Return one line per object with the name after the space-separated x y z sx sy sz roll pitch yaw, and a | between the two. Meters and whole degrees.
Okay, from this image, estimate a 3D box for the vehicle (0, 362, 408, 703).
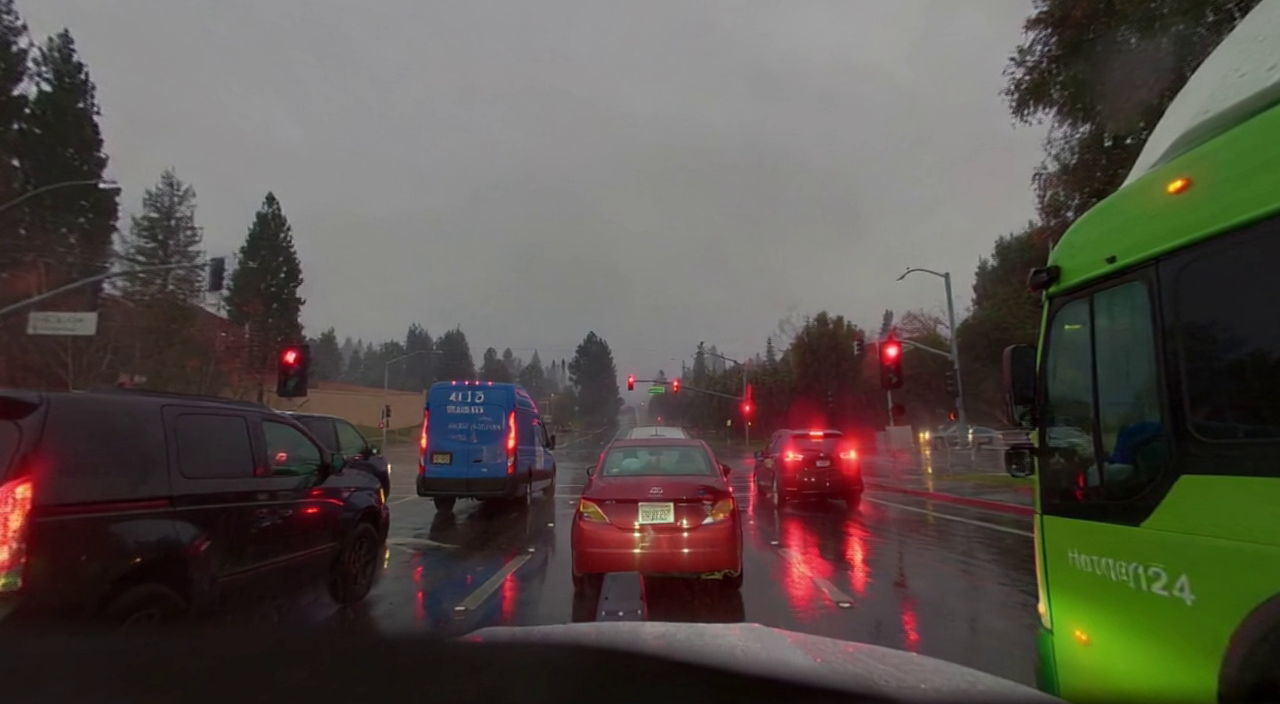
-3.416 1.183 4.620 1.921 1.701 3.989 0 -8 0 | vehicle

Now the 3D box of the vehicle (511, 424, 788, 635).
0.060 1.546 6.413 1.976 1.485 3.624 0 -8 0 | vehicle

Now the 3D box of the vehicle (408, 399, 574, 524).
-2.944 2.344 13.974 2.335 2.221 5.165 0 -8 1 | vehicle

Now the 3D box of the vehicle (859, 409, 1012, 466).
17.581 5.134 37.929 7.839 3.213 2.628 0 -8 -3 | vehicle

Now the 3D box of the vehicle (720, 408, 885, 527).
3.152 2.397 13.686 2.143 2.036 5.367 0 -8 0 | vehicle

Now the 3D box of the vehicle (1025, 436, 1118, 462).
25.884 5.822 37.997 4.229 1.489 1.794 0 -8 -1 | vehicle
